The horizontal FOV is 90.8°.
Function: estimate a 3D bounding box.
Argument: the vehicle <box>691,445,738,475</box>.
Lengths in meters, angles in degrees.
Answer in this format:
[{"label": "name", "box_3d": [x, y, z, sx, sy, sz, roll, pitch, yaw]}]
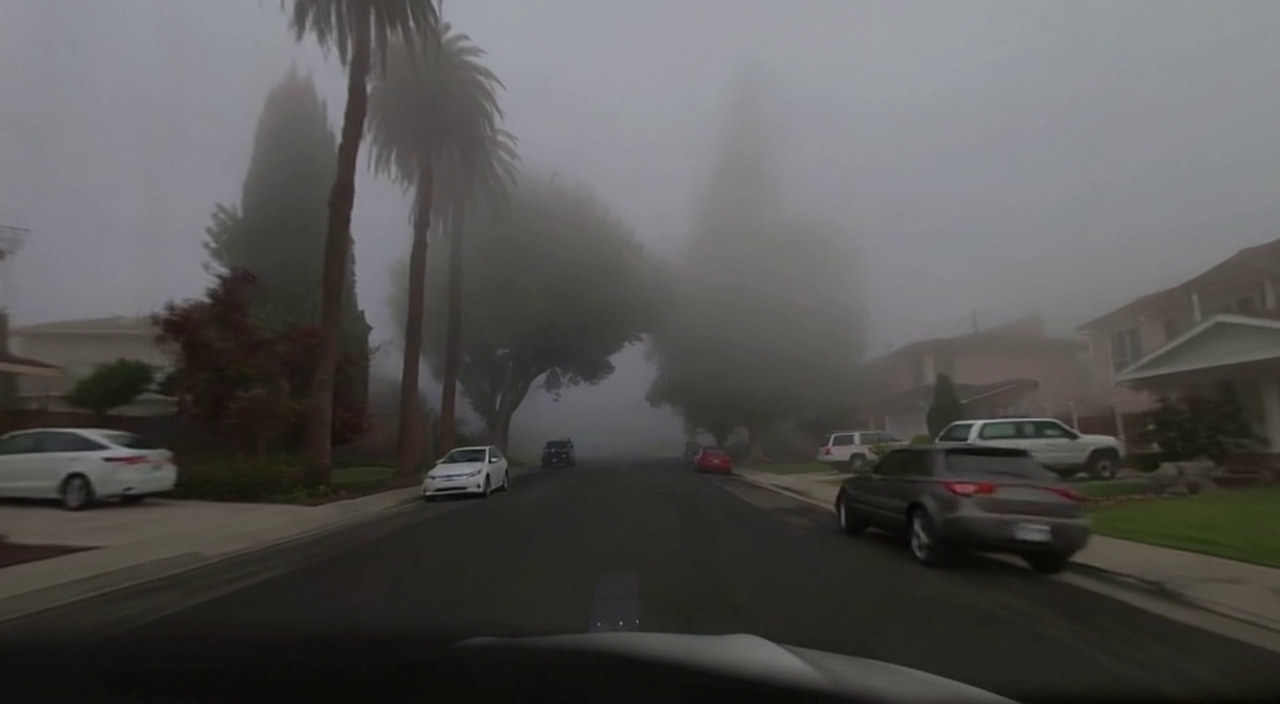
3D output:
[{"label": "vehicle", "box_3d": [3.889, 5.710, 33.693, 1.867, 1.480, 4.678, 0, -8, 0]}]

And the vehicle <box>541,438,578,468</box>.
[{"label": "vehicle", "box_3d": [-5.422, 6.693, 42.155, 2.106, 1.914, 4.363, 2, -8, -11]}]

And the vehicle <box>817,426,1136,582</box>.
[{"label": "vehicle", "box_3d": [4.012, 1.858, 8.544, 1.987, 1.567, 4.112, 0, -8, -1]}]

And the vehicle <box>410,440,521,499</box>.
[{"label": "vehicle", "box_3d": [-4.820, 3.357, 18.252, 2.080, 1.479, 4.531, 0, -10, -2]}]

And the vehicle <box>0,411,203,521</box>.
[{"label": "vehicle", "box_3d": [-10.974, 1.997, 11.635, 4.314, 1.594, 1.852, 5, -8, -1]}]
